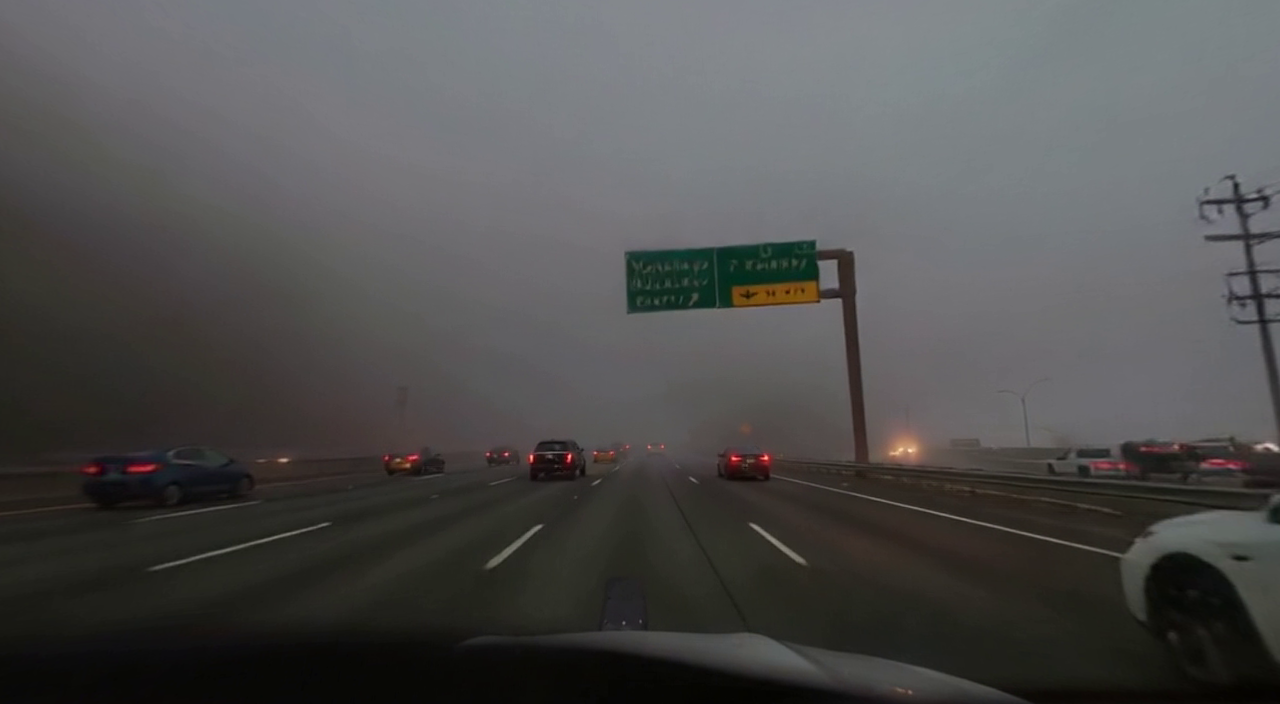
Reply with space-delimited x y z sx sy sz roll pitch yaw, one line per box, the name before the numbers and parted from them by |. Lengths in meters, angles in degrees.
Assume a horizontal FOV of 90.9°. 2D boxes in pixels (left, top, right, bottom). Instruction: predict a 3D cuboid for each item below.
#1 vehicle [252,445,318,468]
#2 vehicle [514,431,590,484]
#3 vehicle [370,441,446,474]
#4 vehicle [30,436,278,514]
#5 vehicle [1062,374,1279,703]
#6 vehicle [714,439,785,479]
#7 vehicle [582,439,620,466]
vehicle | -23.530 6.925 41.989 1.834 1.482 4.337 0 -8 1
vehicle | -3.130 3.873 23.454 2.133 1.775 4.530 0 -8 1
vehicle | -11.042 5.039 30.417 1.877 1.458 4.543 0 -8 1
vehicle | -10.726 2.711 14.523 1.926 1.479 4.688 0 -8 1
vehicle | 3.742 0.761 1.812 2.036 1.580 4.360 0 -8 0
vehicle | 4.394 4.378 26.073 2.022 1.472 4.678 0 -8 -1
vehicle | -2.519 6.682 42.211 2.133 1.668 4.505 0 -8 2
